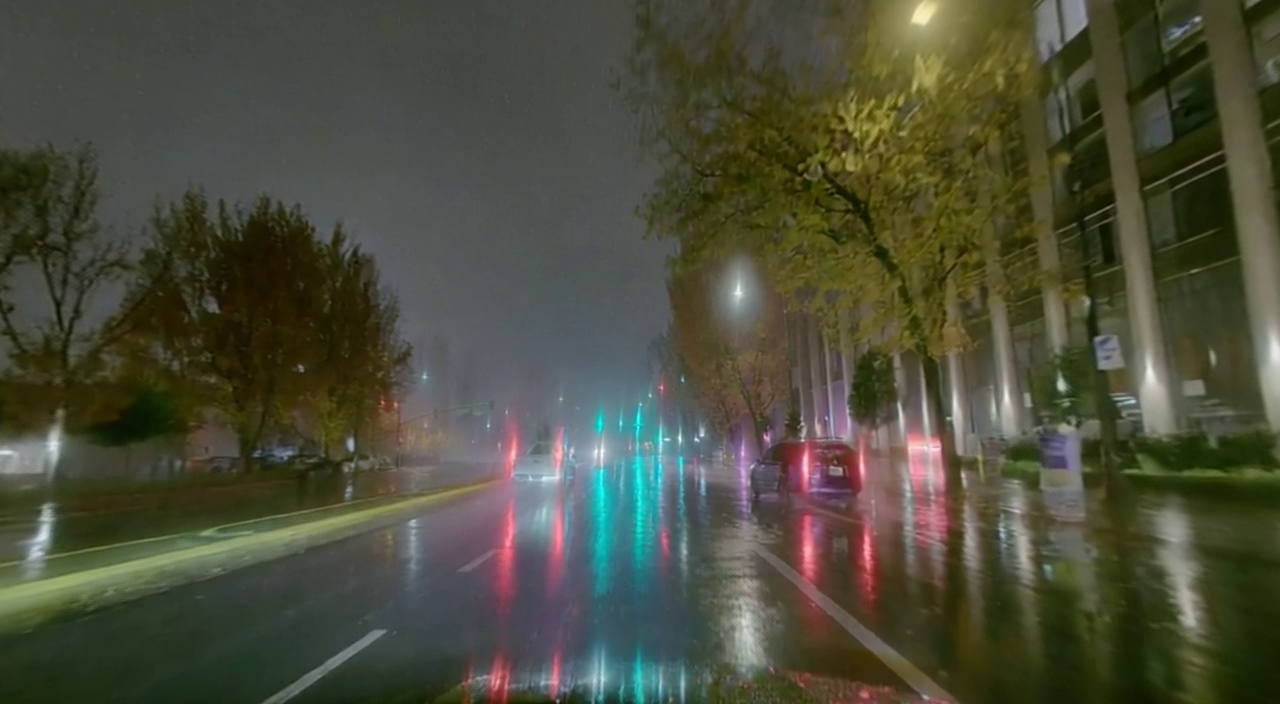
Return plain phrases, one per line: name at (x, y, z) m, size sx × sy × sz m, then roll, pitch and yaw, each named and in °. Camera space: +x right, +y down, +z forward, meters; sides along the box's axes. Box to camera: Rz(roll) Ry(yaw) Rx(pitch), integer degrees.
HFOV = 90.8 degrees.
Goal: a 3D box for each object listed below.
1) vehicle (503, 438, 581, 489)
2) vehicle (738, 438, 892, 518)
vehicle at (-3.580, 4.171, 23.951) m, size 2.145 × 1.694 × 4.642 m, roll 0°, pitch -9°, yaw 1°
vehicle at (3.667, 2.718, 14.243) m, size 1.961 × 1.482 × 4.538 m, roll 0°, pitch -9°, yaw -3°
